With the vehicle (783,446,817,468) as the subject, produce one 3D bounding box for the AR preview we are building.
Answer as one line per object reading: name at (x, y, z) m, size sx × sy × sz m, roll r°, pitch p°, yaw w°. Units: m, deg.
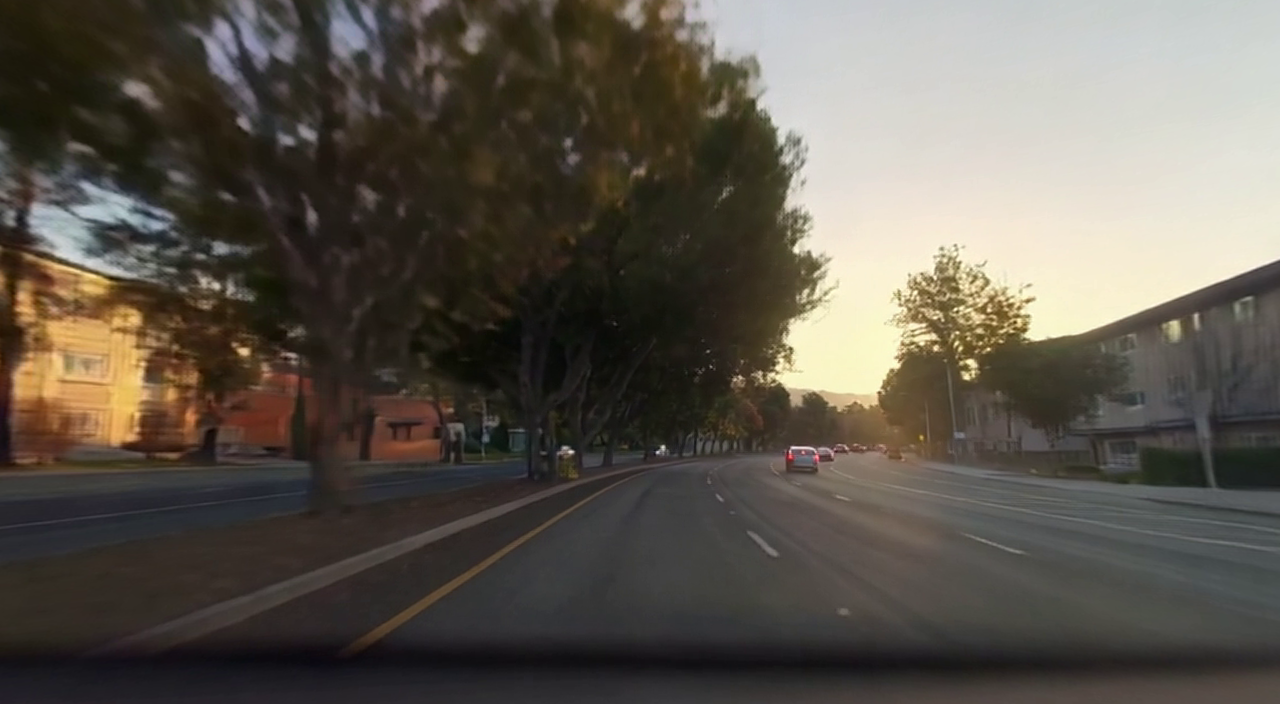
vehicle at (11.350, 7.458, 45.072) m, size 1.988 × 1.460 × 3.996 m, roll -2°, pitch -9°, yaw 9°
